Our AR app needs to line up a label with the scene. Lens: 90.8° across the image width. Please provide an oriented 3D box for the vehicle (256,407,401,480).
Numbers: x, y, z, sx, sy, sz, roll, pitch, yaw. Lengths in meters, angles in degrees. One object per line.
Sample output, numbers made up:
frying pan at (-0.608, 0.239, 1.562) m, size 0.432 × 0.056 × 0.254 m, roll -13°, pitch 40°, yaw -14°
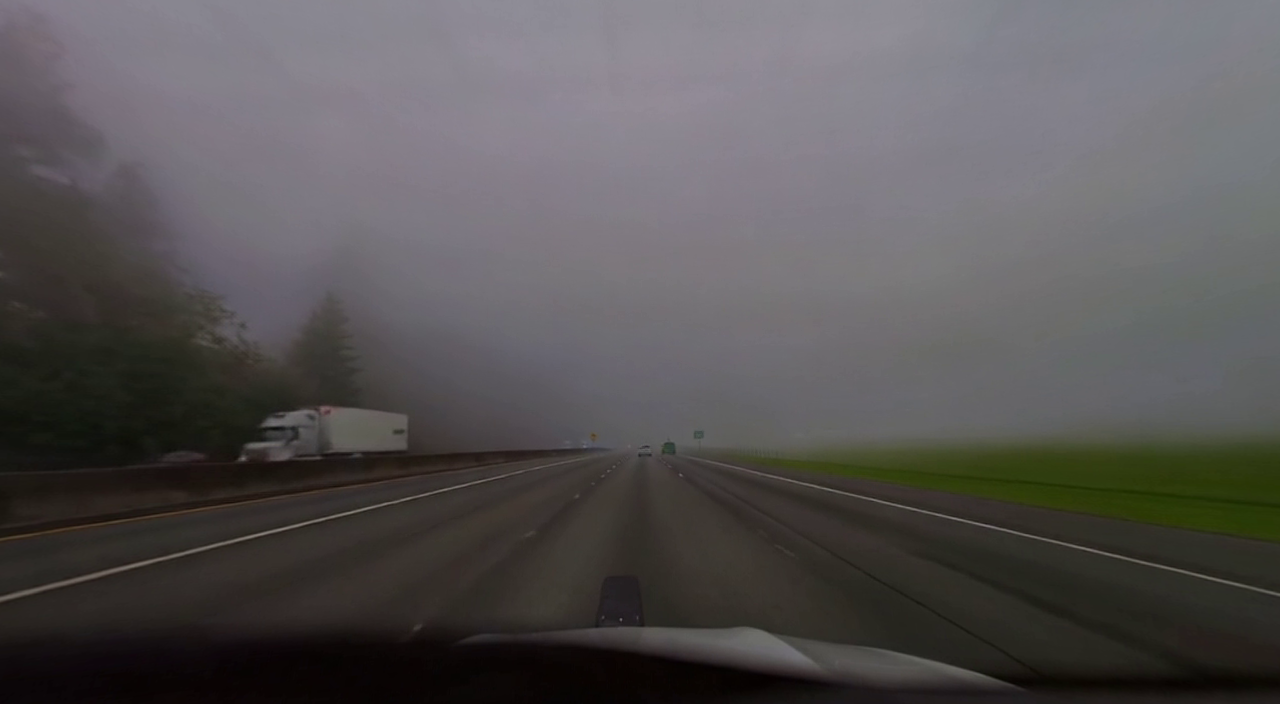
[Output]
vehicle at (-19.163, 5.880, 40.181) m, size 3.069 × 3.882 × 11.694 m, roll 0°, pitch -9°, yaw 1°
